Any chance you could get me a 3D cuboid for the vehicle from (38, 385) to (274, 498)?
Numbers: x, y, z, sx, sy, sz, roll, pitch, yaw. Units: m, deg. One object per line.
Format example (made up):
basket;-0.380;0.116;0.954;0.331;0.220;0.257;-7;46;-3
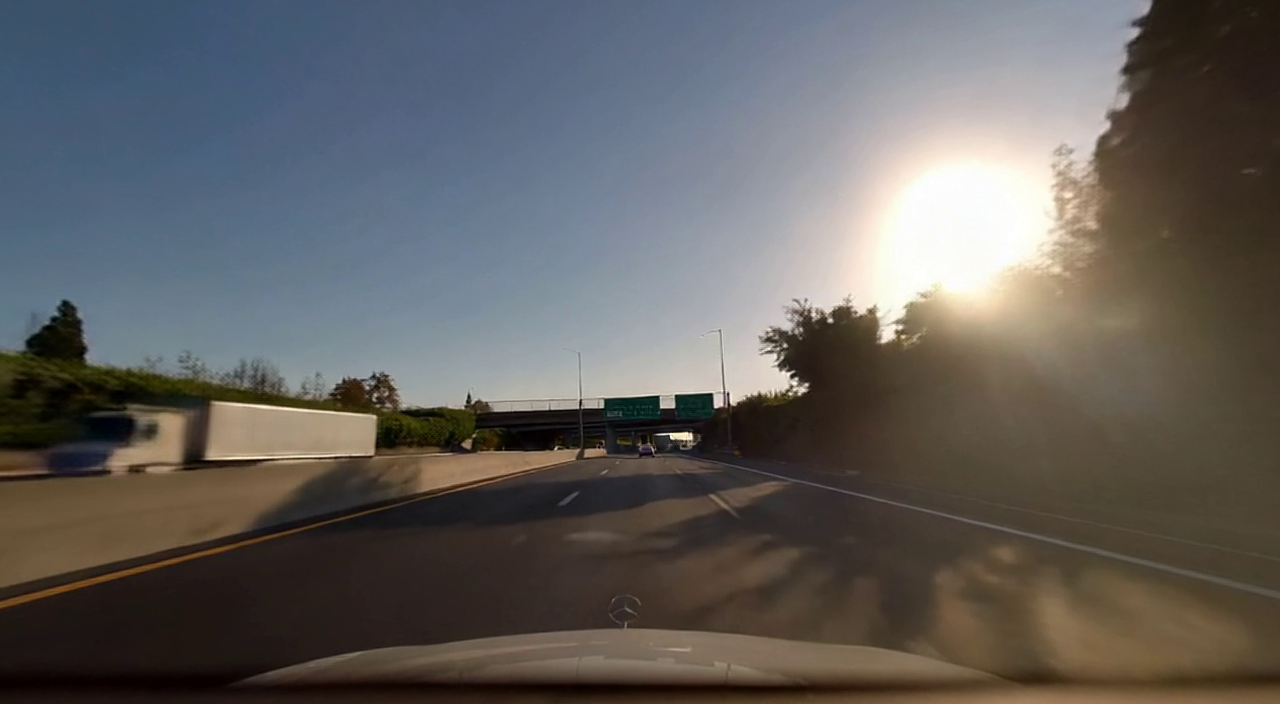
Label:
vehicle;-20.547;3.977;27.761;3.117;4.122;8.923;0;-9;0
